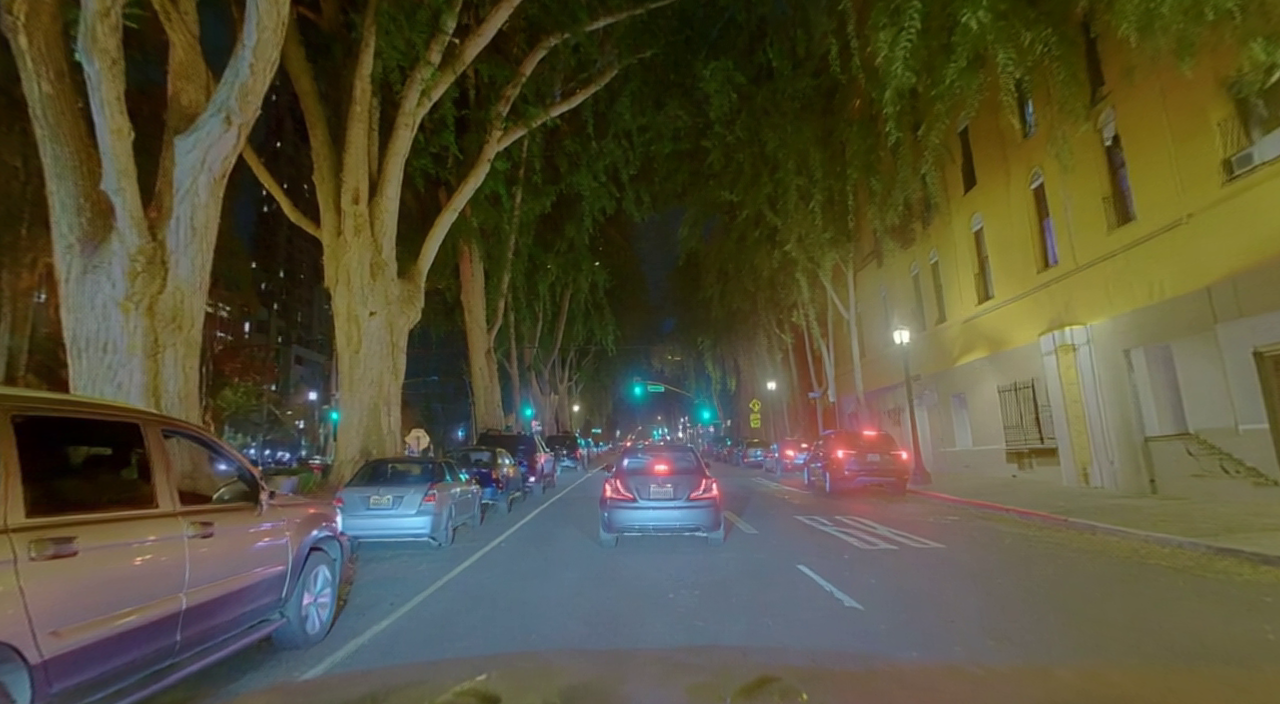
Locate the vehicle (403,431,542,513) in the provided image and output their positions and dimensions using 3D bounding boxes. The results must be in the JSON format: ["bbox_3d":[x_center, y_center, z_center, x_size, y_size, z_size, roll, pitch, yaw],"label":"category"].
[{"bbox_3d":[-3.513,2.617,14.244,1.901,1.522,4.556,0,-8,0],"label":"vehicle"}]

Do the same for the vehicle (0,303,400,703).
[{"bbox_3d":[-3.268,0.933,3.383,2.152,1.802,4.628,0,-9,0],"label":"vehicle"}]

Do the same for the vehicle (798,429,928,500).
[{"bbox_3d":[6.344,3.246,18.681,2.025,1.808,4.579,0,-9,-2],"label":"vehicle"}]

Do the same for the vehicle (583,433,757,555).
[{"bbox_3d":[0.269,1.998,9.583,2.095,1.438,3.843,0,-9,-3],"label":"vehicle"}]
